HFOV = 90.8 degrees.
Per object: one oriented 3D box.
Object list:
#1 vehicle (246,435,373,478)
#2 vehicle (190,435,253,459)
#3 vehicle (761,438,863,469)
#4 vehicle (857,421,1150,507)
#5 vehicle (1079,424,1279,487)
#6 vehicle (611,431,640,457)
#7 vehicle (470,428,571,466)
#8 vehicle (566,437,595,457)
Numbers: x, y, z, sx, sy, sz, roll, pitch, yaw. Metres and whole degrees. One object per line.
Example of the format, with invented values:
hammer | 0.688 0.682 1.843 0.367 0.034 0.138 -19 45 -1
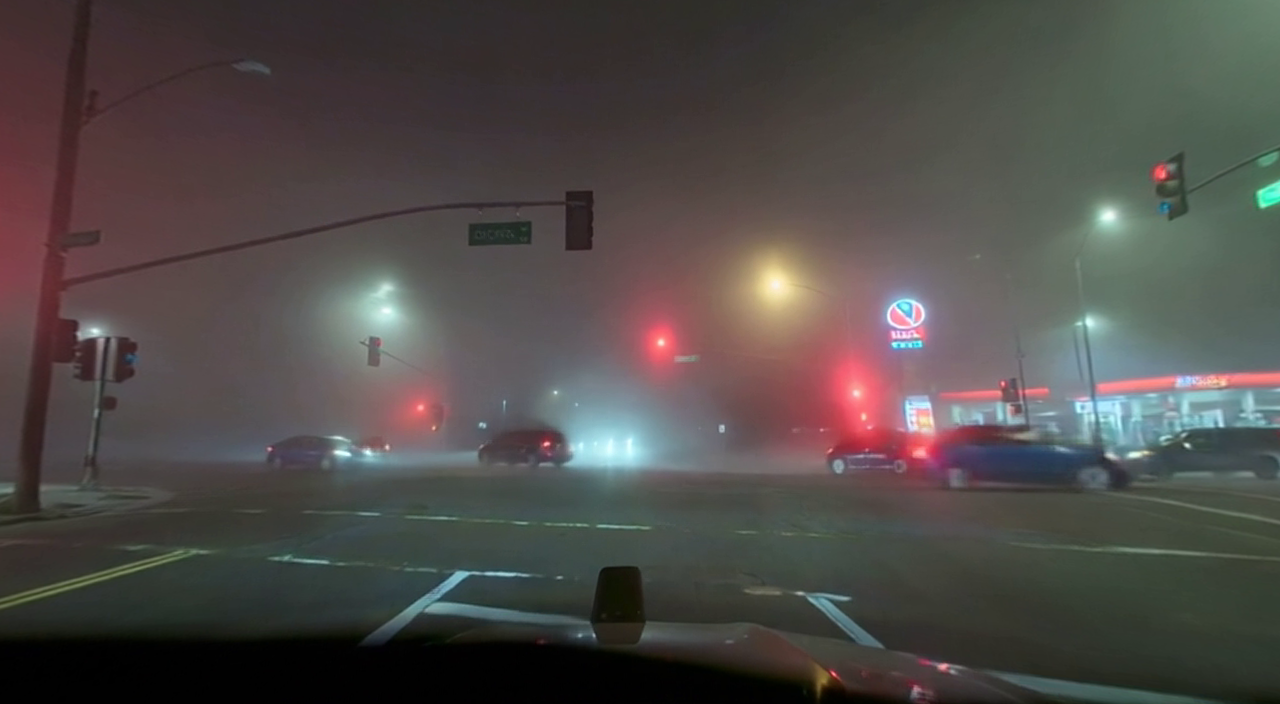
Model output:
vehicle | -12.461 3.902 23.754 4.670 1.458 1.959 -5 -10 30
vehicle | -31.377 7.155 47.335 4.433 1.717 1.839 -5 -9 27
vehicle | 8.572 5.098 31.900 1.831 1.467 4.792 6 -10 -36
vehicle | 7.158 2.252 12.996 4.806 1.482 1.862 -5 -9 27
vehicle | 14.673 2.713 16.692 4.681 1.495 2.096 -4 -9 26
vehicle | -1.134 6.874 47.070 2.083 1.764 5.011 0 -8 -3
vehicle | -5.710 4.528 30.177 4.562 1.676 1.819 -5 -9 27
vehicle | -4.595 7.387 49.168 2.003 1.481 4.091 0 -8 -2
